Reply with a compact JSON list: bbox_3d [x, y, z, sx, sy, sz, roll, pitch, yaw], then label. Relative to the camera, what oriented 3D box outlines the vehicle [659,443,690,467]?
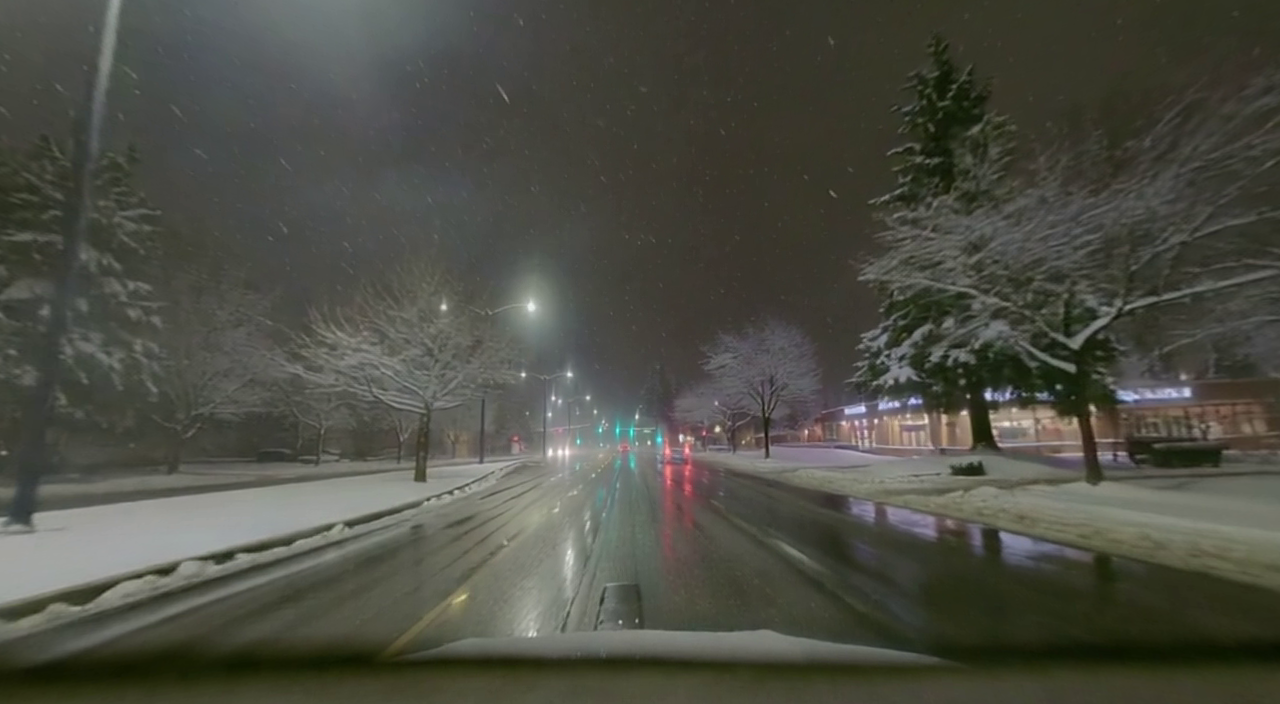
[{"bbox_3d":[2.568,7.813,47.763,2.020,1.681,4.248,0,-9,-2],"label":"vehicle"}]
